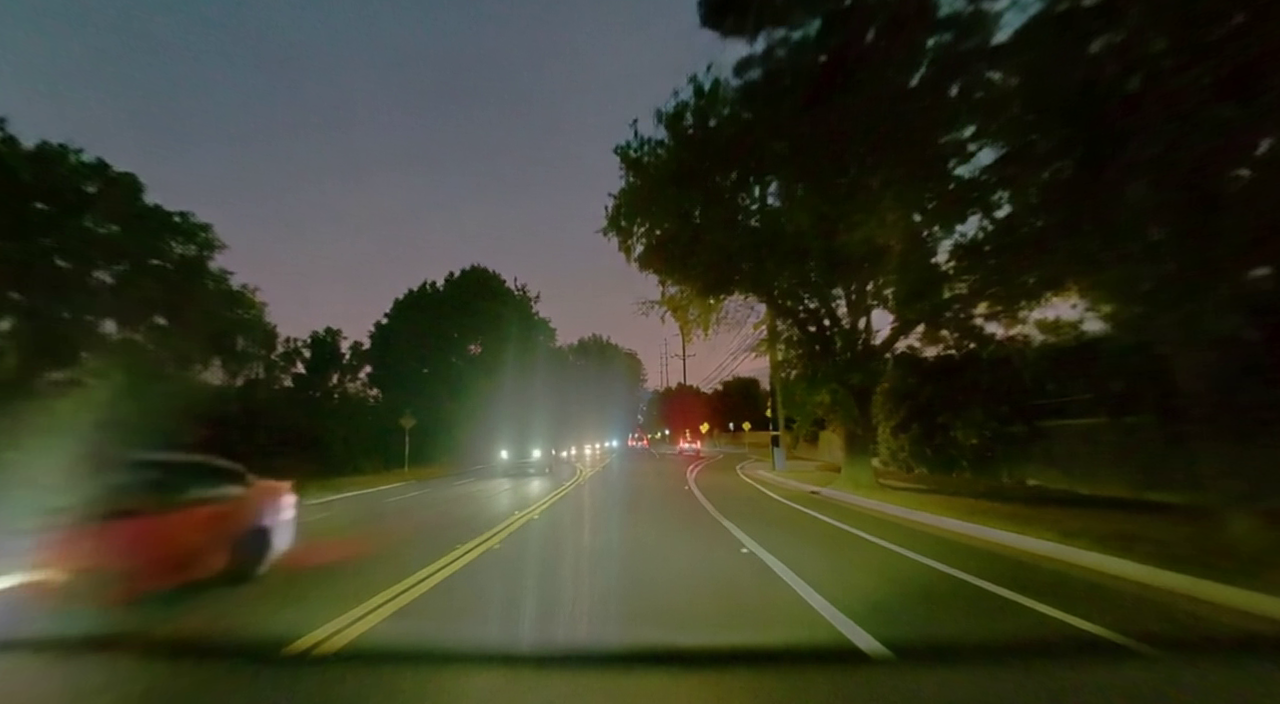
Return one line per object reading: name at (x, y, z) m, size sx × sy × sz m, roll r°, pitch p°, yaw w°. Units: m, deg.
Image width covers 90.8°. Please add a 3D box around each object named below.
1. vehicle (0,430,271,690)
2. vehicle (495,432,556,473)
vehicle at (-4.648, 1.271, 4.105) m, size 1.966 × 1.468 × 4.207 m, roll -1°, pitch -9°, yaw 0°
vehicle at (-5.387, 4.827, 30.368) m, size 2.228 × 1.792 × 4.397 m, roll 0°, pitch -9°, yaw -1°
